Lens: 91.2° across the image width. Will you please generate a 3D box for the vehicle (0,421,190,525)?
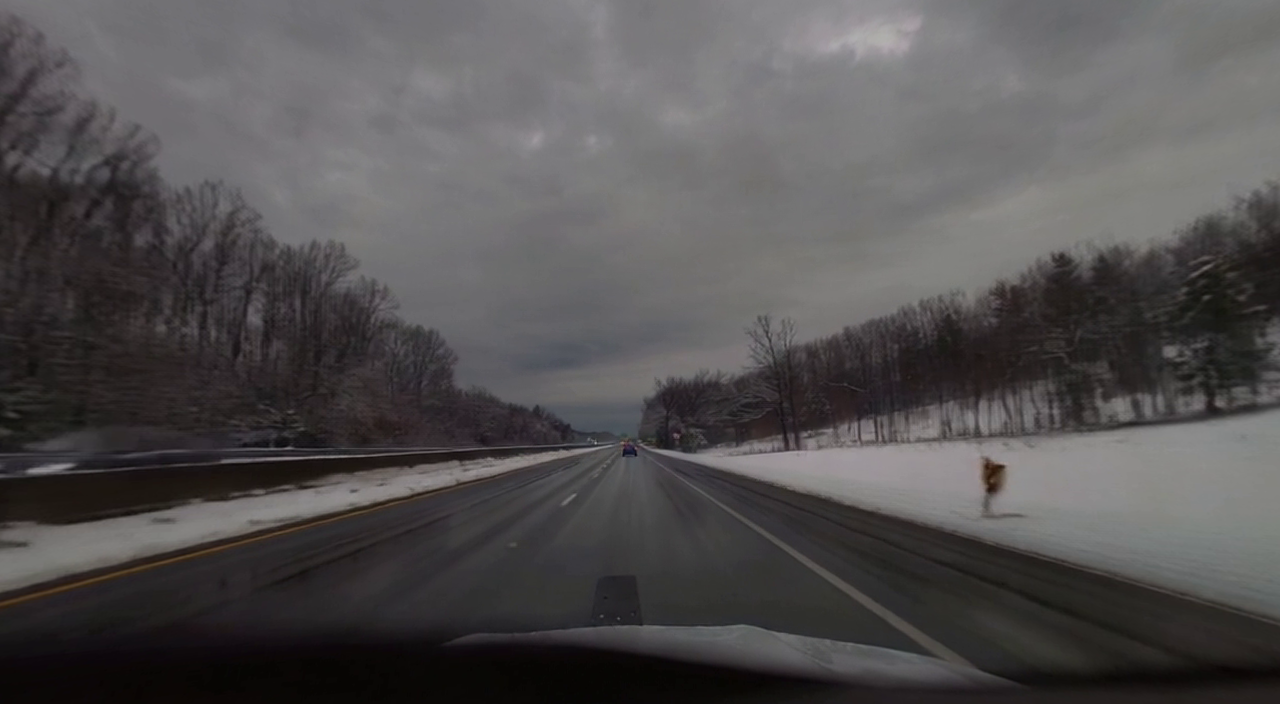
[{"bbox_3d":[-10.653,2.129,11.371,1.868,1.555,4.174,0,-9,-1],"label":"vehicle"}]
